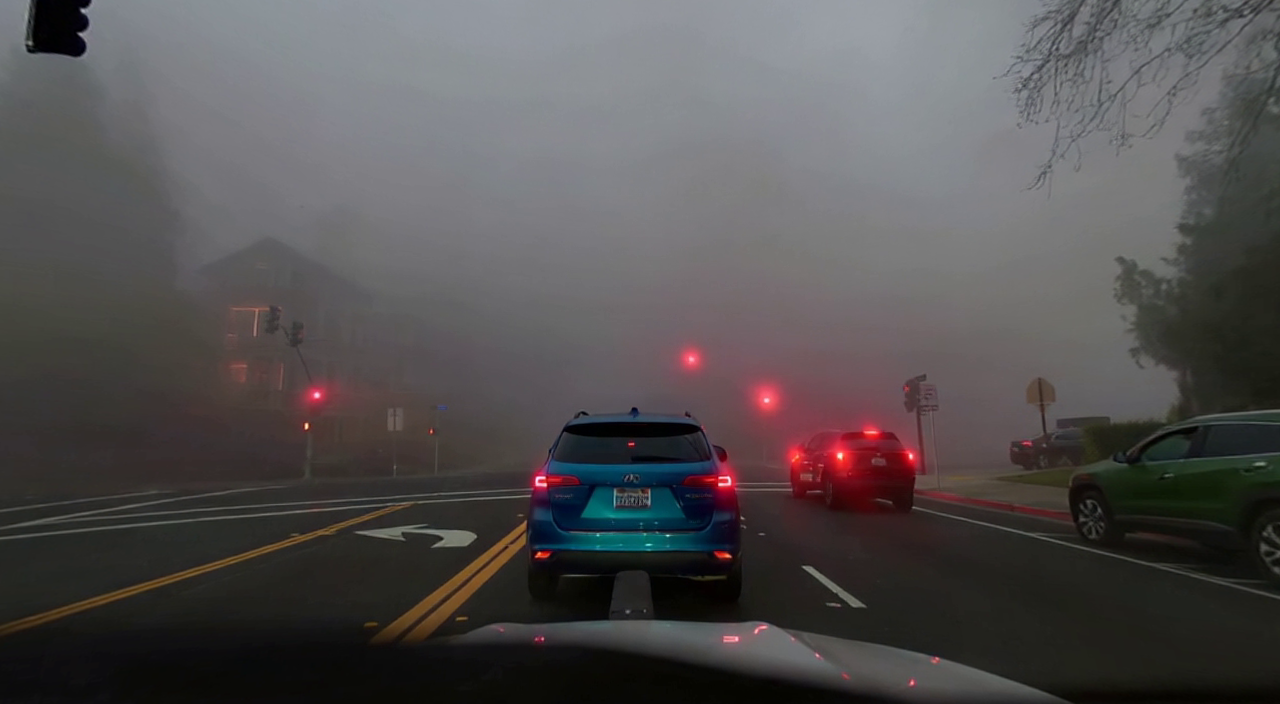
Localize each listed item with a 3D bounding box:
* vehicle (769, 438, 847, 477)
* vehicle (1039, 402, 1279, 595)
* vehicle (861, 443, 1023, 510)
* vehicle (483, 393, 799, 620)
[{"bbox_3d":[7.406,4.549,27.441,2.077,1.527,4.755,-5,-10,30],"label":"vehicle"},{"bbox_3d":[7.016,1.542,7.044,1.989,1.791,4.735,0,-8,0],"label":"vehicle"},{"bbox_3d":[7.278,3.008,15.817,1.860,1.436,4.479,0,-8,0],"label":"vehicle"},{"bbox_3d":[0.037,1.461,6.910,2.322,1.667,4.367,0,-8,1],"label":"vehicle"}]
